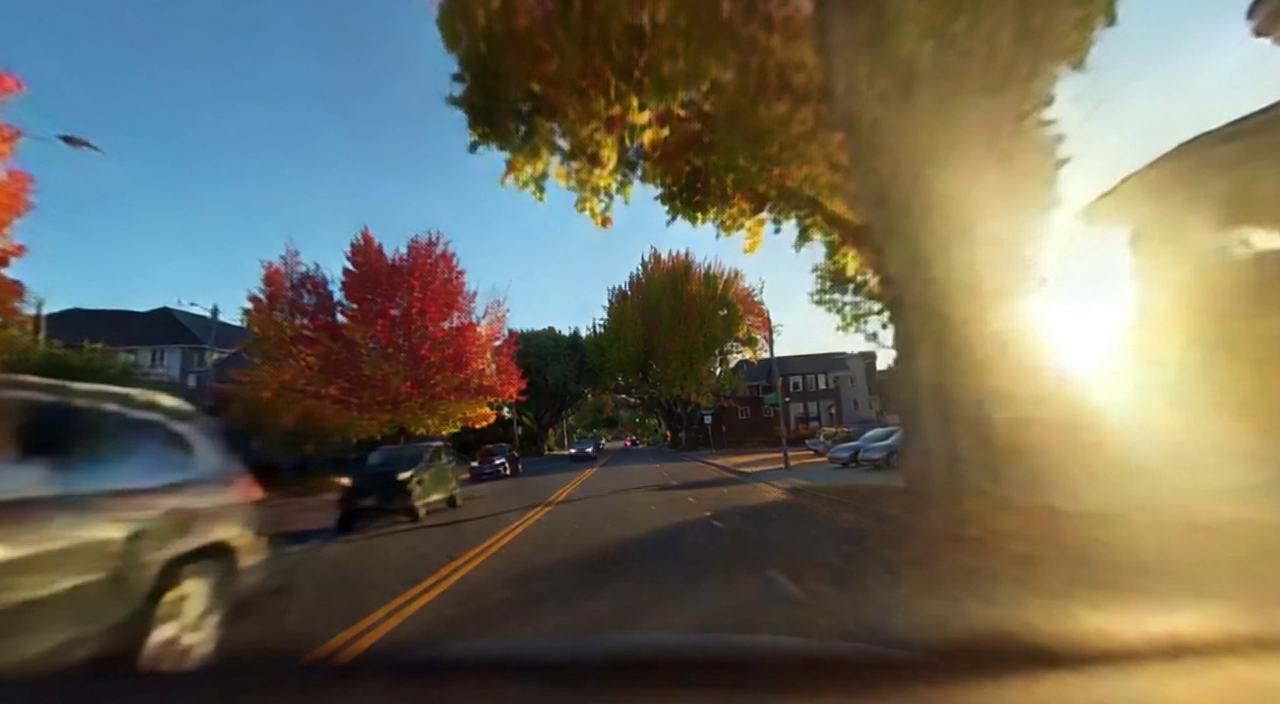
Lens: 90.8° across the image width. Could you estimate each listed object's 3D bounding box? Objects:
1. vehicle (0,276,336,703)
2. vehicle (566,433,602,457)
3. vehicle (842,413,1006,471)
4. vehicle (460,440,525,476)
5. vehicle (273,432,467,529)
[{"bbox_3d":[-3.480,0.687,2.128,2.275,1.953,5.423,0,-9,-1],"label":"vehicle"},{"bbox_3d":[-4.219,7.161,48.560,2.356,1.702,4.700,0,-8,0],"label":"vehicle"},{"bbox_3d":[9.239,2.997,20.946,4.385,1.612,2.070,-4,-9,4],"label":"vehicle"},{"bbox_3d":[-6.566,4.742,28.570,1.968,1.483,4.279,0,-8,-1],"label":"vehicle"},{"bbox_3d":[-5.534,2.680,13.866,2.481,1.714,4.702,0,-9,-5],"label":"vehicle"}]
